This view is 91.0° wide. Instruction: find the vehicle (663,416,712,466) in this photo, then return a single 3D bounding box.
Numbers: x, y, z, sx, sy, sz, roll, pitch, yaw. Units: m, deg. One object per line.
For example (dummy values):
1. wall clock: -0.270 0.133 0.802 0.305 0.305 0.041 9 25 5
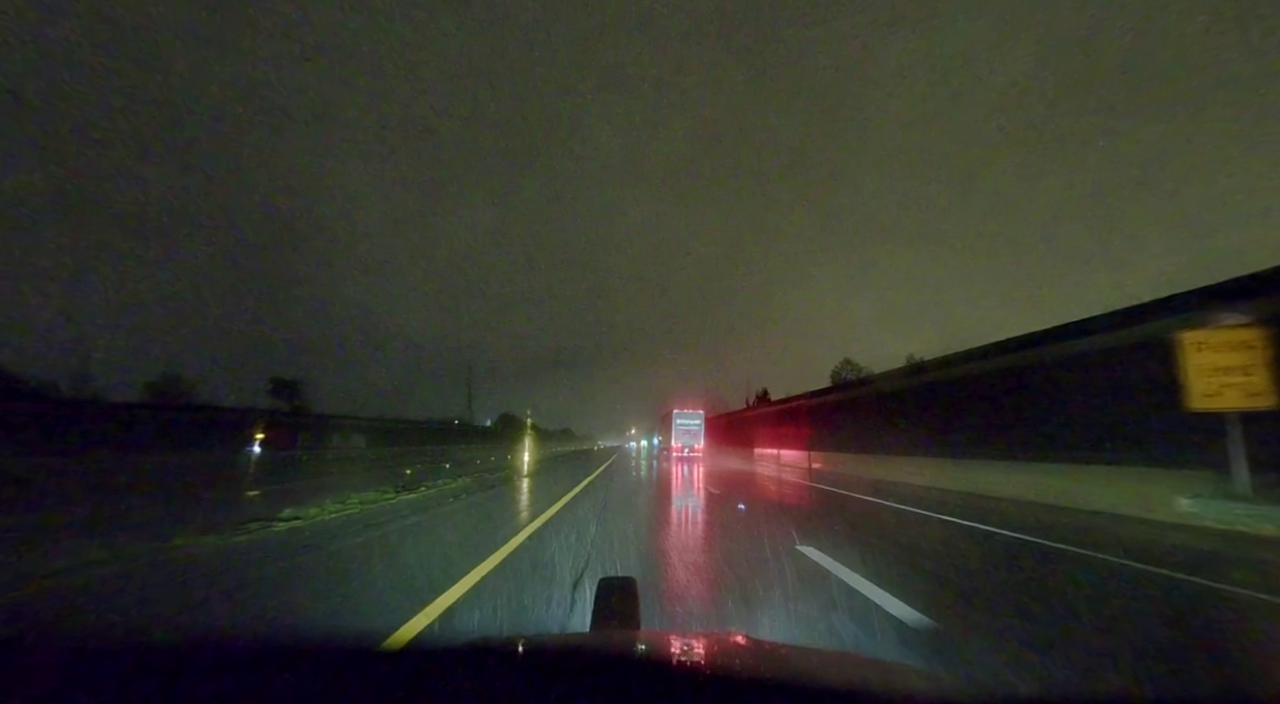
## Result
1. vehicle: 3.194 6.231 44.299 2.702 3.193 7.196 0 -8 -1
